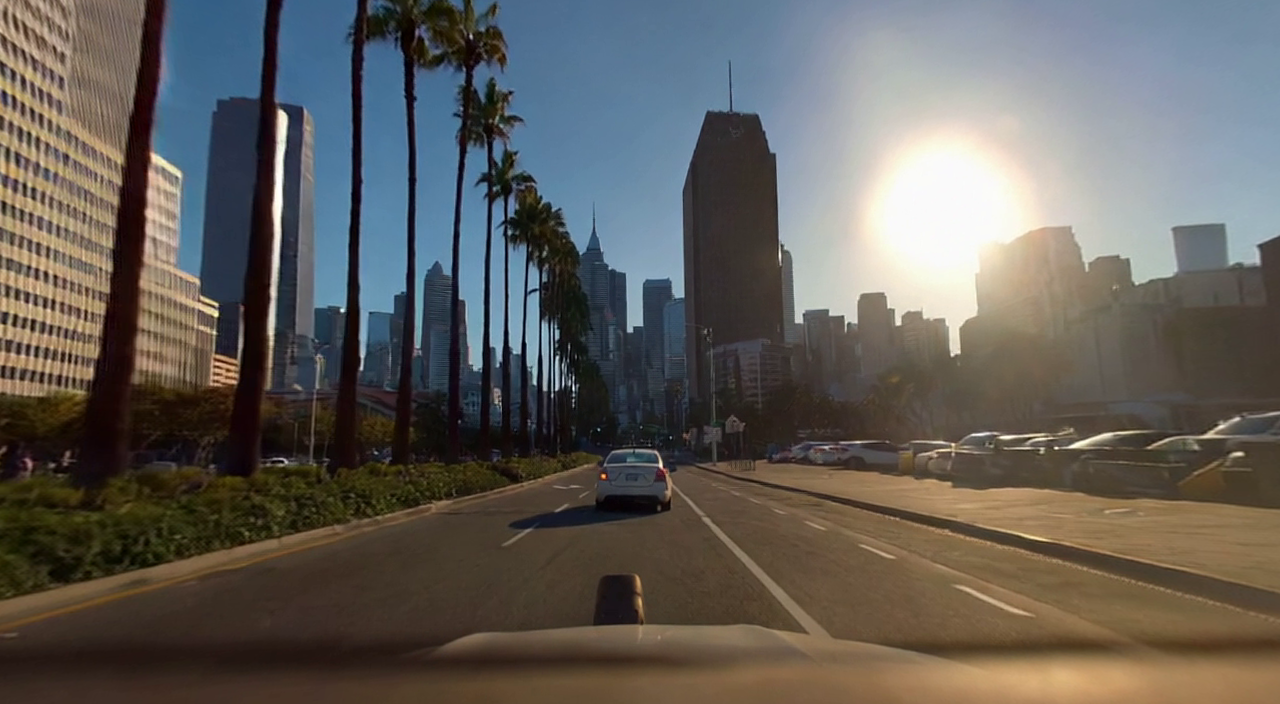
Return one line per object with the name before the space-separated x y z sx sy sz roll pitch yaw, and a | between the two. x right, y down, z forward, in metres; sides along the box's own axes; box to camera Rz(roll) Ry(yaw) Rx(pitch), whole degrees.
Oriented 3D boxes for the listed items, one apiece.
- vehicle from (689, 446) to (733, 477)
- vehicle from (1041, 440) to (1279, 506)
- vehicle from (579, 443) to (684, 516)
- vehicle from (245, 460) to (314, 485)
vehicle | 4.332 6.791 39.284 2.136 1.774 4.778 0 -8 0
vehicle | 12.866 2.929 15.560 4.363 1.488 2.248 1 -8 -4
vehicle | -0.168 3.013 15.417 2.235 1.528 3.876 0 -8 1
vehicle | -23.327 7.796 40.918 1.860 1.420 4.472 0 -8 0
